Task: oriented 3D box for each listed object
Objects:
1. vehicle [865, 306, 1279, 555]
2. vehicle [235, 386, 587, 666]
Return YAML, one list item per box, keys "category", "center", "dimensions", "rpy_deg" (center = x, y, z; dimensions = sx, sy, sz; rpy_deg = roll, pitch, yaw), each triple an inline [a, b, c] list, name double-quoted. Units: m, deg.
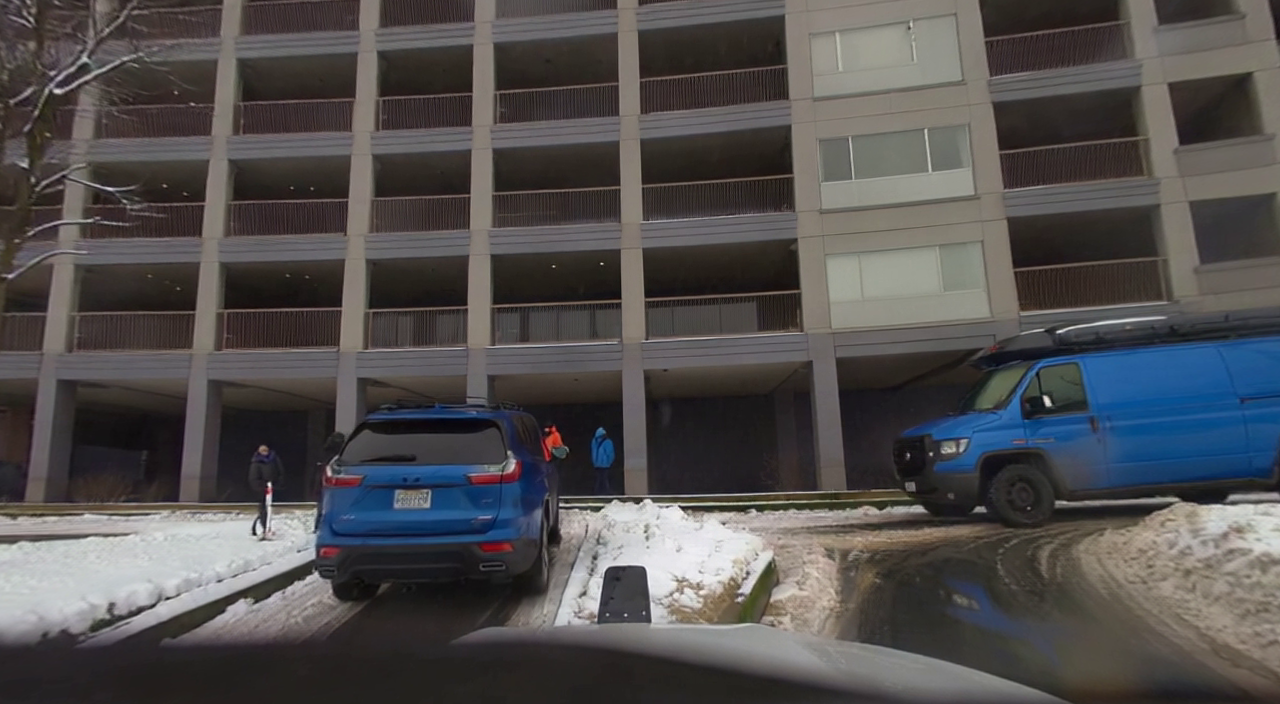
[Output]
- category: "vehicle"
  center: [6.917, 1.020, 8.242]
  dimensions: [6.932, 2.753, 2.446]
  rpy_deg: [0, -8, 1]
- category: "vehicle"
  center: [-1.692, 1.398, 6.162]
  dimensions: [2.144, 1.733, 4.115]
  rpy_deg: [1, -9, -7]
